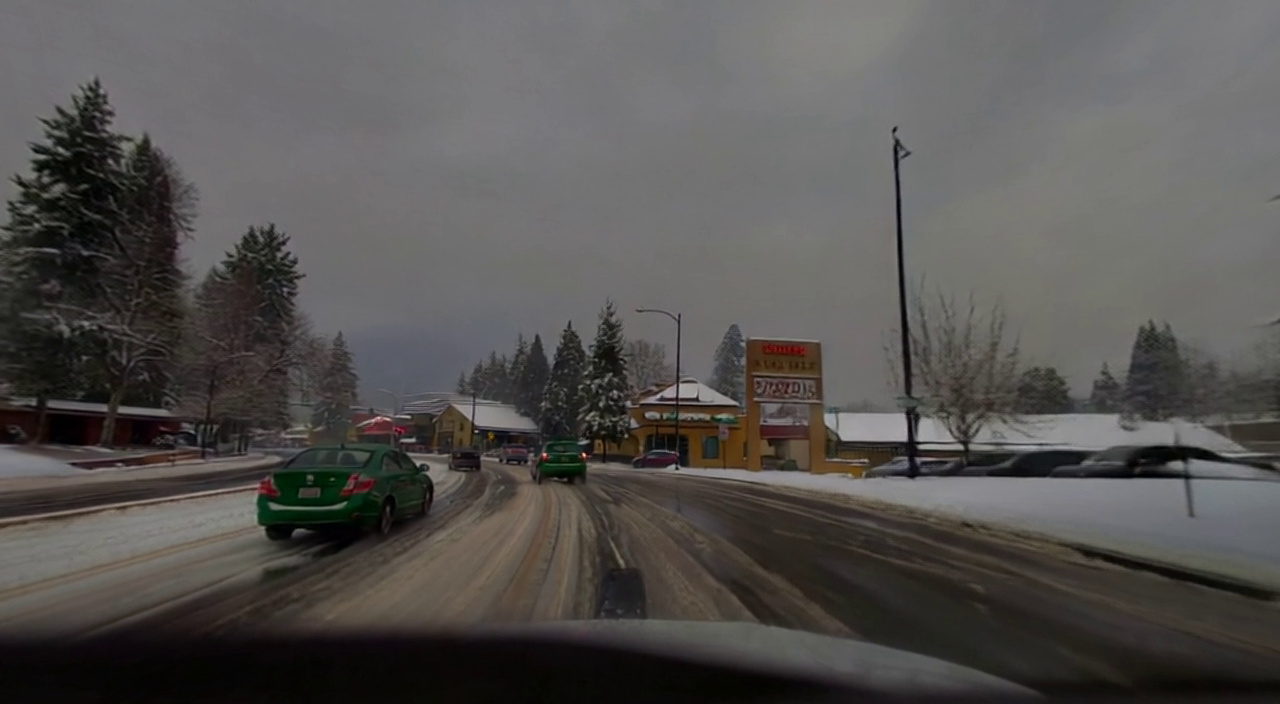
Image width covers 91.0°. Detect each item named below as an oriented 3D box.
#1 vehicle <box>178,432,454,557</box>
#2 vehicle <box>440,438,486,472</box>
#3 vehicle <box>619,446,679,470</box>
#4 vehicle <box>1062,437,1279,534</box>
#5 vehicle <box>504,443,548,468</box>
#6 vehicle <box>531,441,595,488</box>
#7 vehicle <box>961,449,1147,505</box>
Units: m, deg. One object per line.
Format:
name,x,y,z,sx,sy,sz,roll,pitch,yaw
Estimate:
vehicle,-4.620,2.080,10.064,2.105,1.477,4.857,1,-8,-4
vehicle,-8.928,5.166,31.822,2.042,1.593,3.956,2,-9,-16
vehicle,0.654,8.154,48.758,2.095,1.697,4.801,6,-11,-37
vehicle,10.813,2.444,12.262,1.919,1.489,4.889,0,-8,2
vehicle,-7.053,6.352,38.701,1.920,1.416,4.310,3,-9,-20
vehicle,-2.868,3.961,22.555,2.001,1.483,4.442,2,-9,-10
vehicle,13.106,3.955,20.144,4.442,1.646,2.106,0,-8,-1
